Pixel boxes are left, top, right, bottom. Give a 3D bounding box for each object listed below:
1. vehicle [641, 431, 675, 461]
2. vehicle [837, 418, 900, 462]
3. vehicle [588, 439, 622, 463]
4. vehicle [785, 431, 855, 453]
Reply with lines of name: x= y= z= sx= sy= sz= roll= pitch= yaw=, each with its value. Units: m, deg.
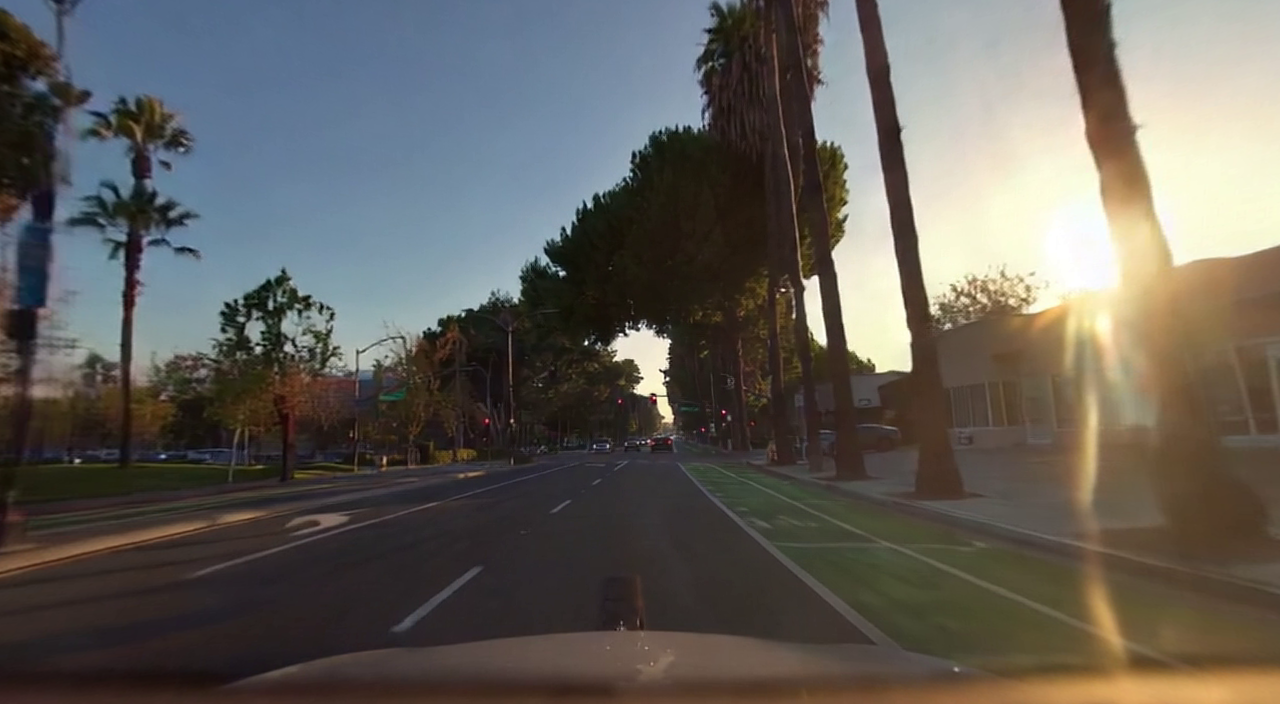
vehicle: x=1.217 y=6.434 z=43.378 sx=2.206 sy=1.922 sz=4.262 roll=0 pitch=-8 yaw=1
vehicle: x=12.311 y=4.800 z=34.446 sx=1.996 sy=2.172 sz=5.298 roll=-1 pitch=-8 yaw=6
vehicle: x=-2.313 y=6.682 z=42.718 sx=1.969 sy=1.481 sz=3.868 roll=-1 pitch=-8 yaw=2
vehicle: x=13.737 y=6.897 z=48.395 sx=4.685 sy=1.554 sz=2.019 roll=-1 pitch=-8 yaw=2
